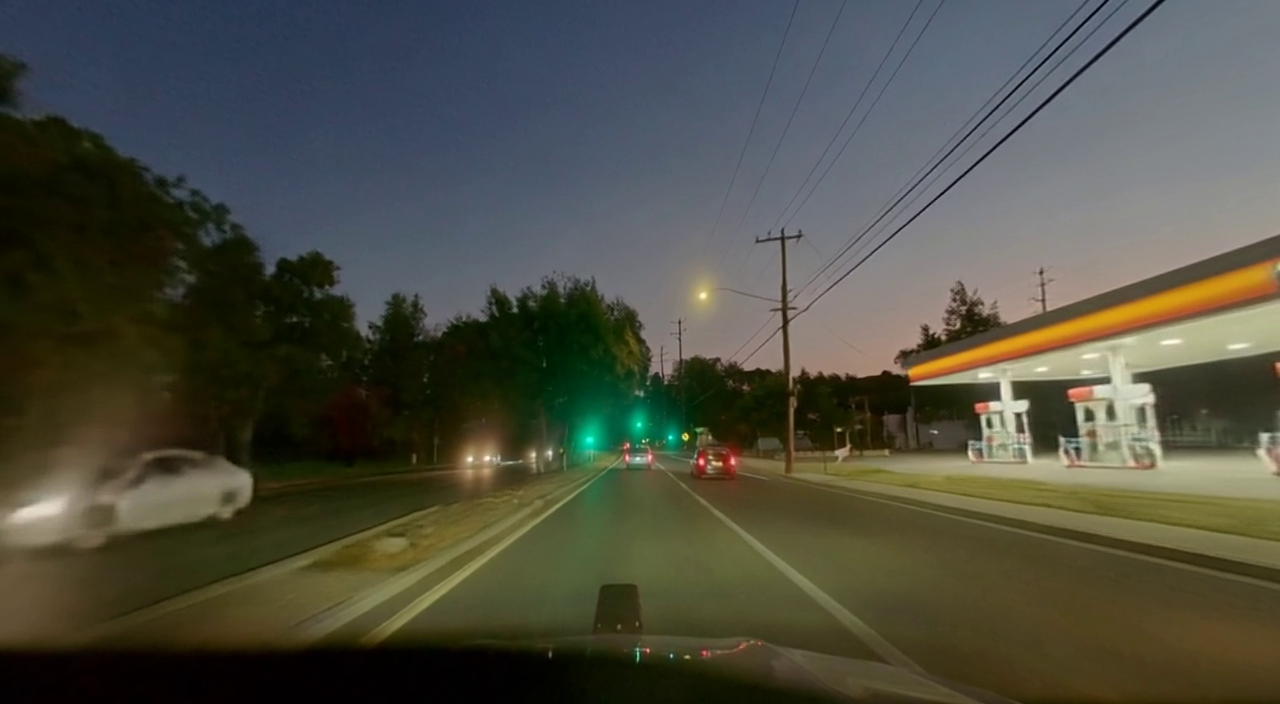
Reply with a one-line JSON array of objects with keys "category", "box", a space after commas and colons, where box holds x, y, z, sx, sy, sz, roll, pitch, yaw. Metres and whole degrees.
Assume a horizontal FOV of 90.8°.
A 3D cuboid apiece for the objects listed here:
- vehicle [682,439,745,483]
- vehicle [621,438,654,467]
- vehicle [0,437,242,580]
[{"category": "vehicle", "box": [2.942, 4.442, 26.101, 1.990, 1.592, 4.294, 0, -8, -1]}, {"category": "vehicle", "box": [-0.203, 6.823, 43.156, 2.163, 1.825, 4.073, 0, -8, -1]}, {"category": "vehicle", "box": [-8.203, 2.065, 9.158, 2.085, 1.582, 4.305, -1, -8, -1]}]
